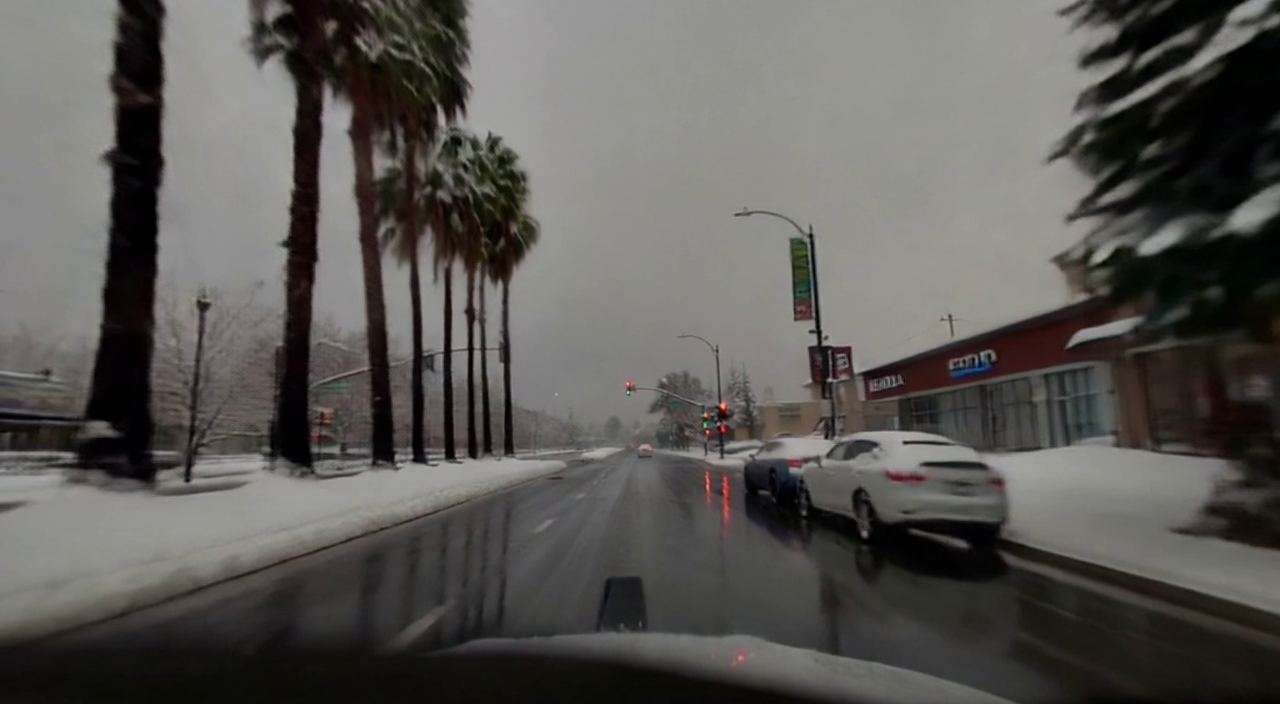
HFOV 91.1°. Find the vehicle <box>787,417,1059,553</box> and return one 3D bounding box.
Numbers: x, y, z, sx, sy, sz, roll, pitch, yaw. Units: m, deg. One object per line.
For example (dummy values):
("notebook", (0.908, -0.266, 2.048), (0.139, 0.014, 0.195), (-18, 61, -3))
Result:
("vehicle", (4.077, 2.012, 10.179), (2.089, 1.652, 4.668), (1, -9, -2))
